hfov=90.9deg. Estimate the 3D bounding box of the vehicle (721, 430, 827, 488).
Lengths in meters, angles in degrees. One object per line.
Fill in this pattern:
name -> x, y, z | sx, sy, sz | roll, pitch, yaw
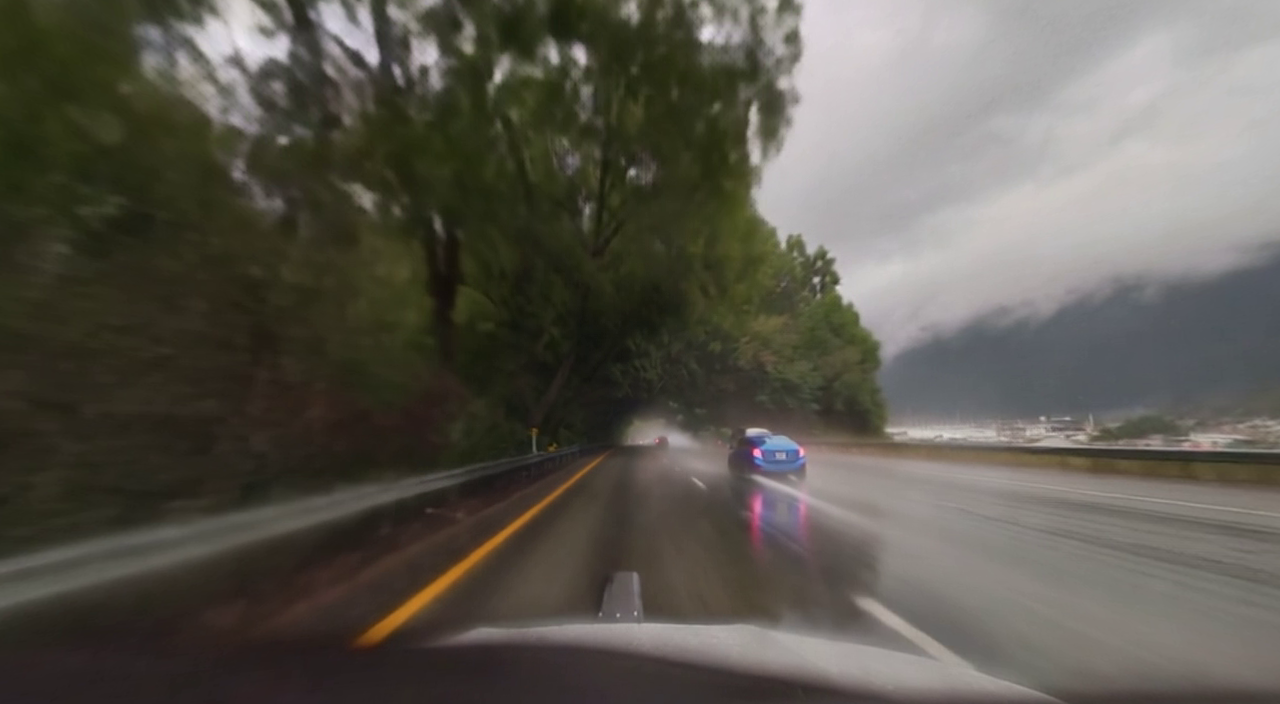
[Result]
vehicle -> 3.791, 3.107, 18.694 | 2.017, 1.502, 4.369 | 0, -8, -2
